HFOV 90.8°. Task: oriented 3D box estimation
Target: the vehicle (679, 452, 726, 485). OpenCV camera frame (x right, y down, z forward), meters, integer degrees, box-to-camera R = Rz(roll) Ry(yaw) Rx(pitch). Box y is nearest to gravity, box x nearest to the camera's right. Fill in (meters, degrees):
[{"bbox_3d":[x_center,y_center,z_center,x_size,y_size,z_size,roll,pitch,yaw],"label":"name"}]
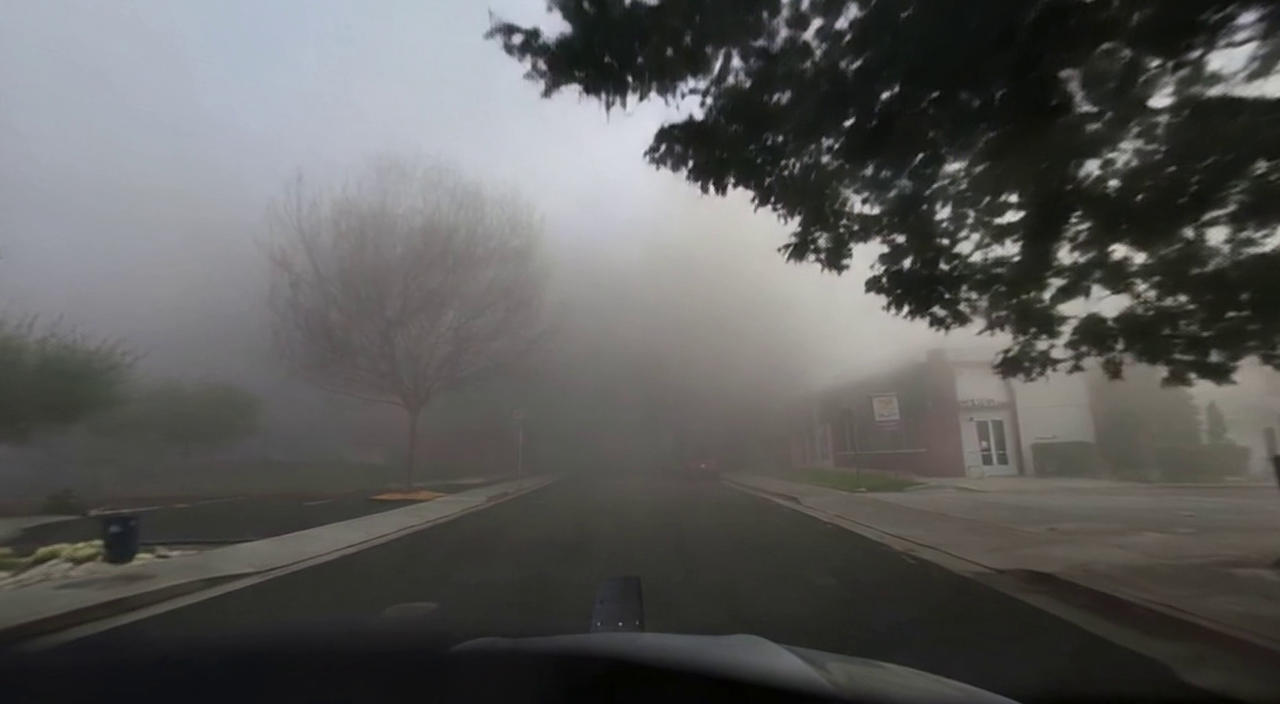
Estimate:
[{"bbox_3d":[3.161,6.017,32.972,2.064,1.532,4.596,0,-9,1],"label":"vehicle"}]
